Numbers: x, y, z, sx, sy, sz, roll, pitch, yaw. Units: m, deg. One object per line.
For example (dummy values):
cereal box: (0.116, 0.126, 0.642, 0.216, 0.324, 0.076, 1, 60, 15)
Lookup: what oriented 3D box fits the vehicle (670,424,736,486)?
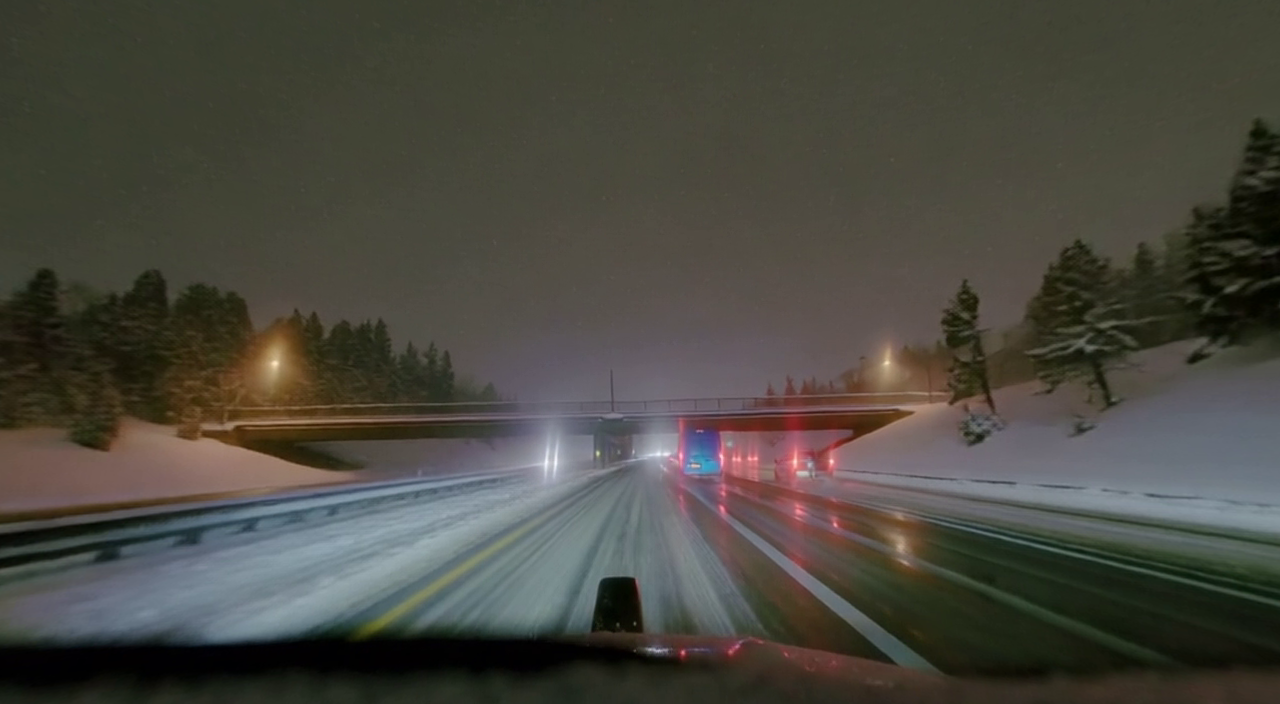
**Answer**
vehicle: (2.837, 4.837, 29.631, 2.560, 2.598, 5.581, -1, -9, 1)
